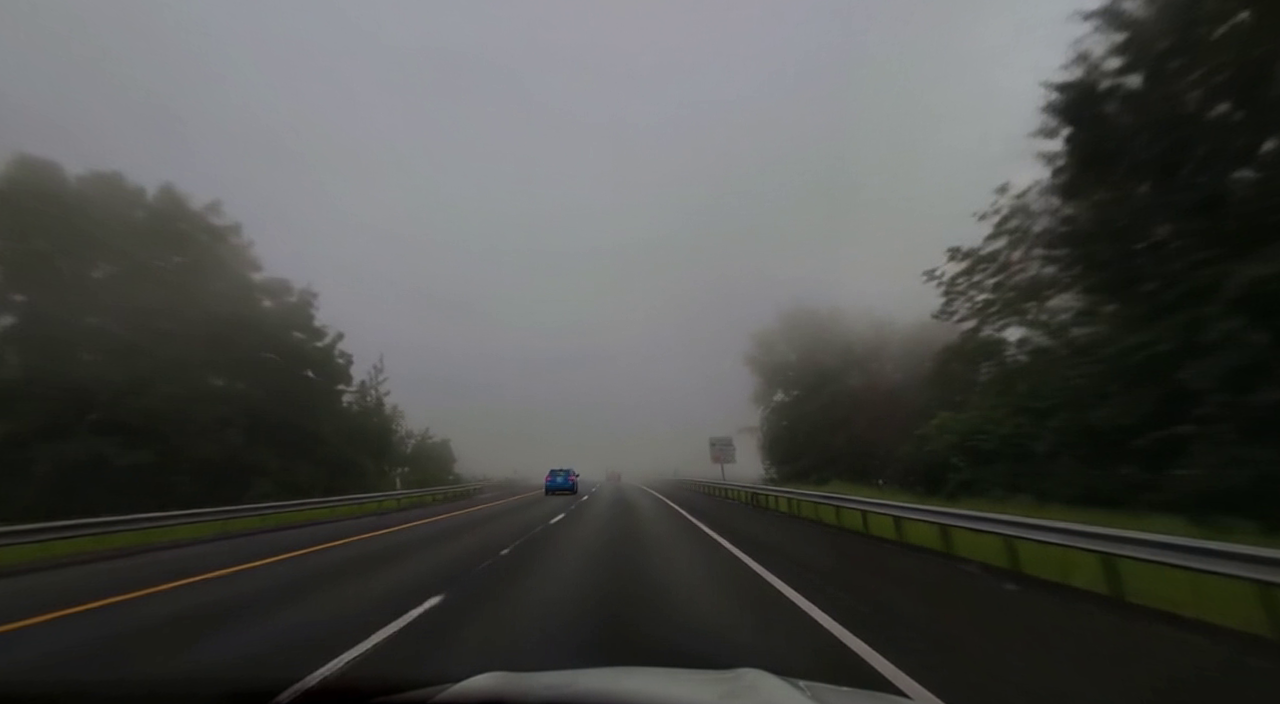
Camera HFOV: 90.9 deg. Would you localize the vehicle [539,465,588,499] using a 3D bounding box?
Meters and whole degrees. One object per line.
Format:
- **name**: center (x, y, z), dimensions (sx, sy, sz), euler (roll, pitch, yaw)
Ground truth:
- **vehicle**: center (-3.773, 6.539, 31.833), dimensions (1.967, 1.556, 4.364), euler (1, -11, -1)
